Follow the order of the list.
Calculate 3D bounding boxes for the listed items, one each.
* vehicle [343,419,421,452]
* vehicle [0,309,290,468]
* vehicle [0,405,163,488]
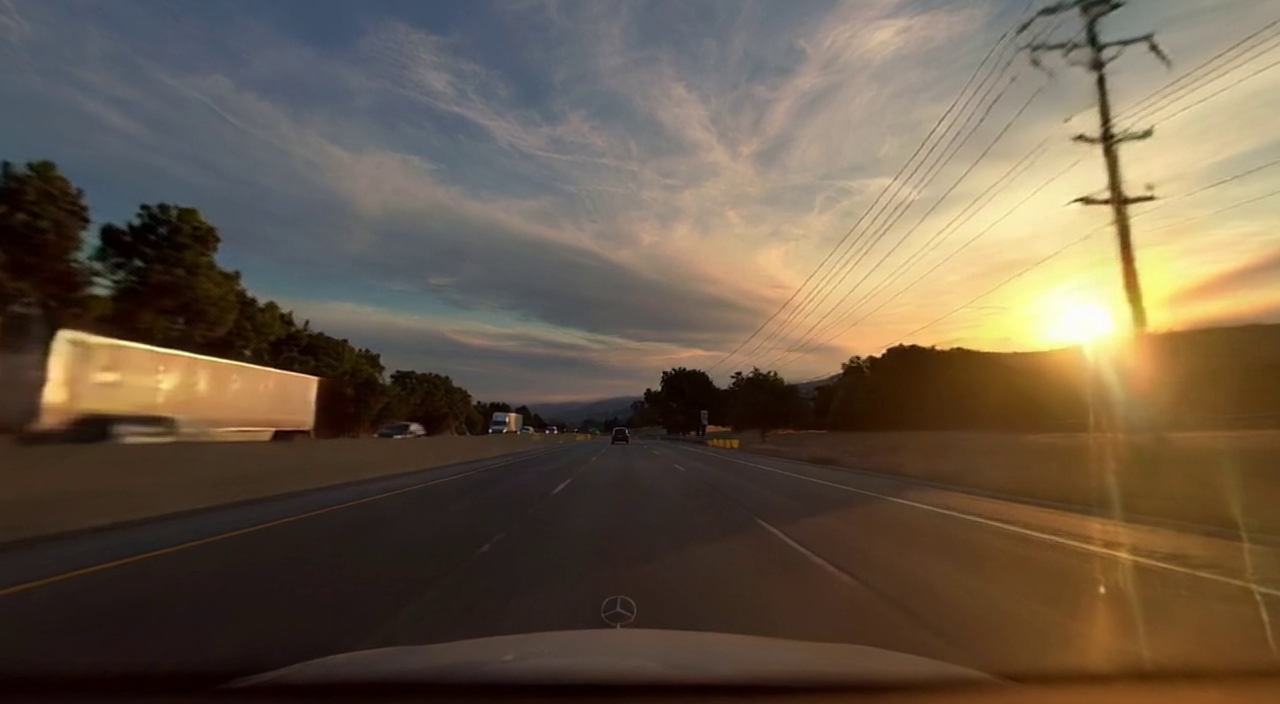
[{"bbox_3d":[-12.761,4.169,31.456,2.182,1.502,3.994,0,-8,0],"label":"vehicle"},{"bbox_3d":[-16.660,1.645,20.675,2.851,3.719,13.623,0,-8,-1],"label":"vehicle"},{"bbox_3d":[-12.267,1.861,12.542,2.027,1.453,4.529,0,-8,-1],"label":"vehicle"}]
